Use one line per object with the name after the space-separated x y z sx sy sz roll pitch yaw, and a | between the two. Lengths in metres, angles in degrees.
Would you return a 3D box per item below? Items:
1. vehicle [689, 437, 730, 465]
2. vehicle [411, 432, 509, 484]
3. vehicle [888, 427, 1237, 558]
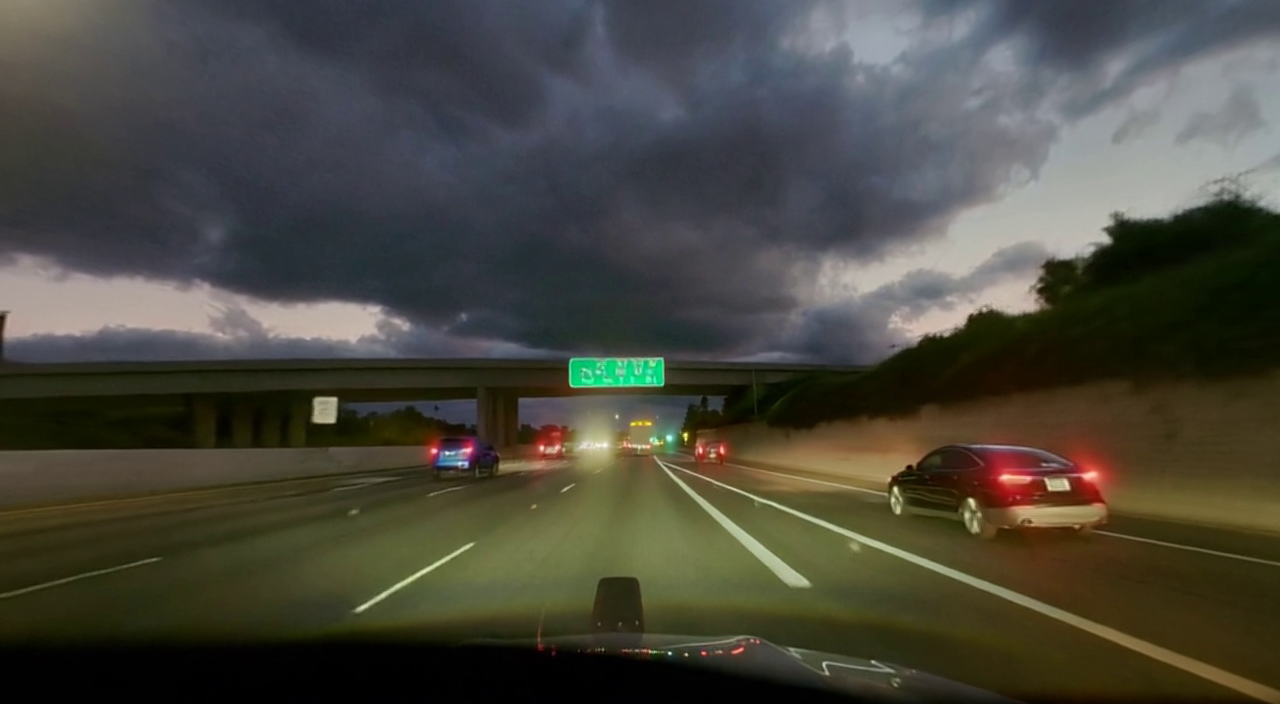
4.940 7.120 45.228 2.220 1.898 4.752 0 -9 -2 | vehicle
-6.590 3.960 23.776 2.179 1.753 4.999 0 -9 0 | vehicle
5.885 2.002 9.729 2.075 1.510 4.569 0 -9 -2 | vehicle
